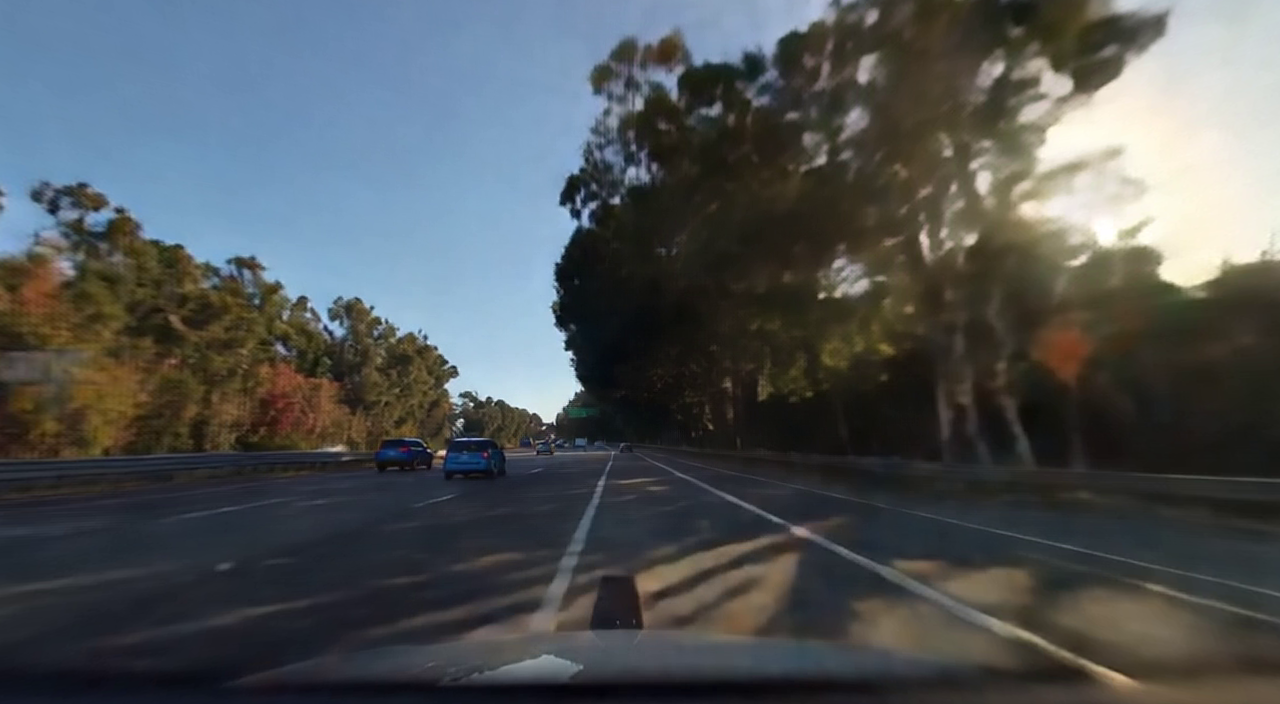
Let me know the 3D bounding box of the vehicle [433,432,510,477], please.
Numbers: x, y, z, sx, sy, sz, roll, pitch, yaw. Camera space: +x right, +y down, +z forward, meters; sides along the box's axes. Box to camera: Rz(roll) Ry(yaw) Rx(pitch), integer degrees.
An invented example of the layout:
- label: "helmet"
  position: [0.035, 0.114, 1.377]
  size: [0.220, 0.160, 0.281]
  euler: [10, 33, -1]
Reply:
- label: "vehicle"
  position: [-7.132, 4.390, 27.260]
  size: [2.146, 1.766, 4.502]
  euler: [0, -9, -1]

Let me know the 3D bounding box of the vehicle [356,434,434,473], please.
- label: "vehicle"
  position: [-11.475, 4.795, 29.920]
  size: [2.016, 1.711, 4.365]
  euler: [0, -9, -1]
